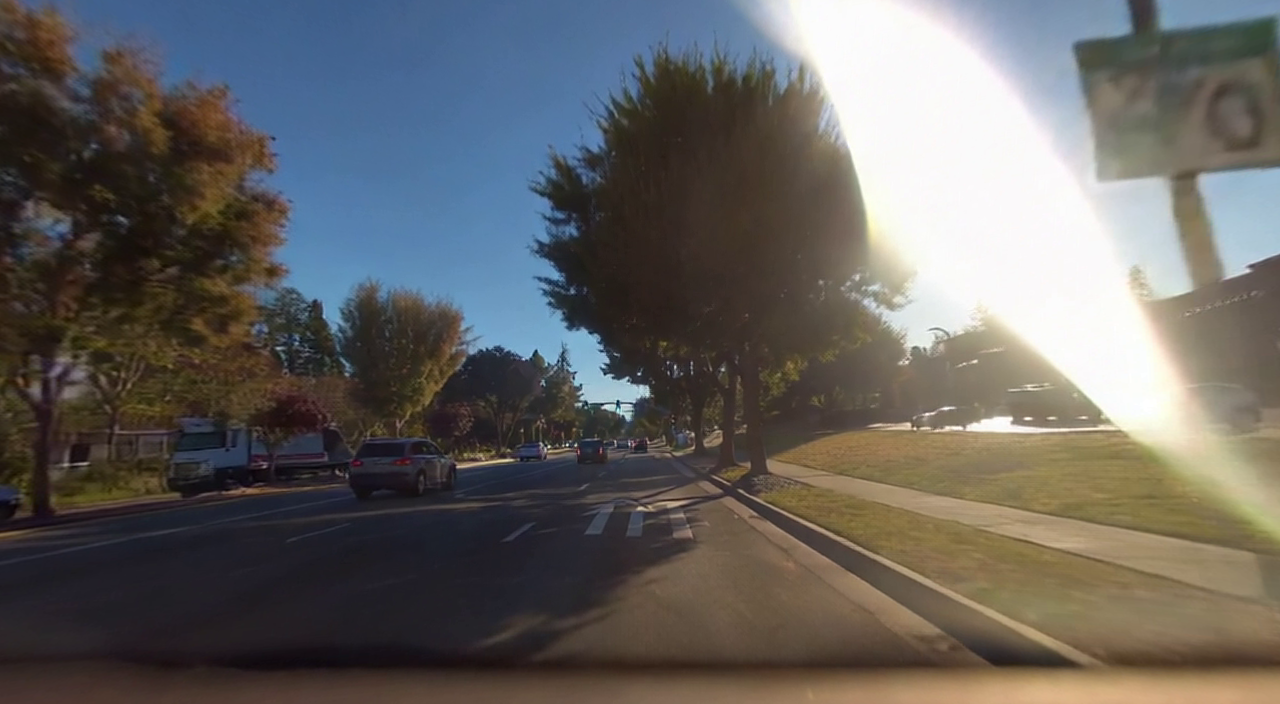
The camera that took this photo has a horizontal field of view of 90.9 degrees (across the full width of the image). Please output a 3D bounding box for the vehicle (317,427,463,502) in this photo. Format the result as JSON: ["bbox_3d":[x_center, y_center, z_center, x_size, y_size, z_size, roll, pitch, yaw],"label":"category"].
[{"bbox_3d":[-6.866,3.129,18.050,2.137,1.835,4.844,0,-8,1],"label":"vehicle"}]

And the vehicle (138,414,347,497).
[{"bbox_3d":[-21.744,5.818,36.478,3.033,3.777,14.652,0,-8,-2],"label":"vehicle"}]

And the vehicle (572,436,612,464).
[{"bbox_3d":[-2.956,6.093,39.384,2.100,1.661,3.837,0,-8,1],"label":"vehicle"}]

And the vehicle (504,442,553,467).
[{"bbox_3d":[-6.702,6.187,38.380,2.072,1.427,4.328,0,-8,1],"label":"vehicle"}]
